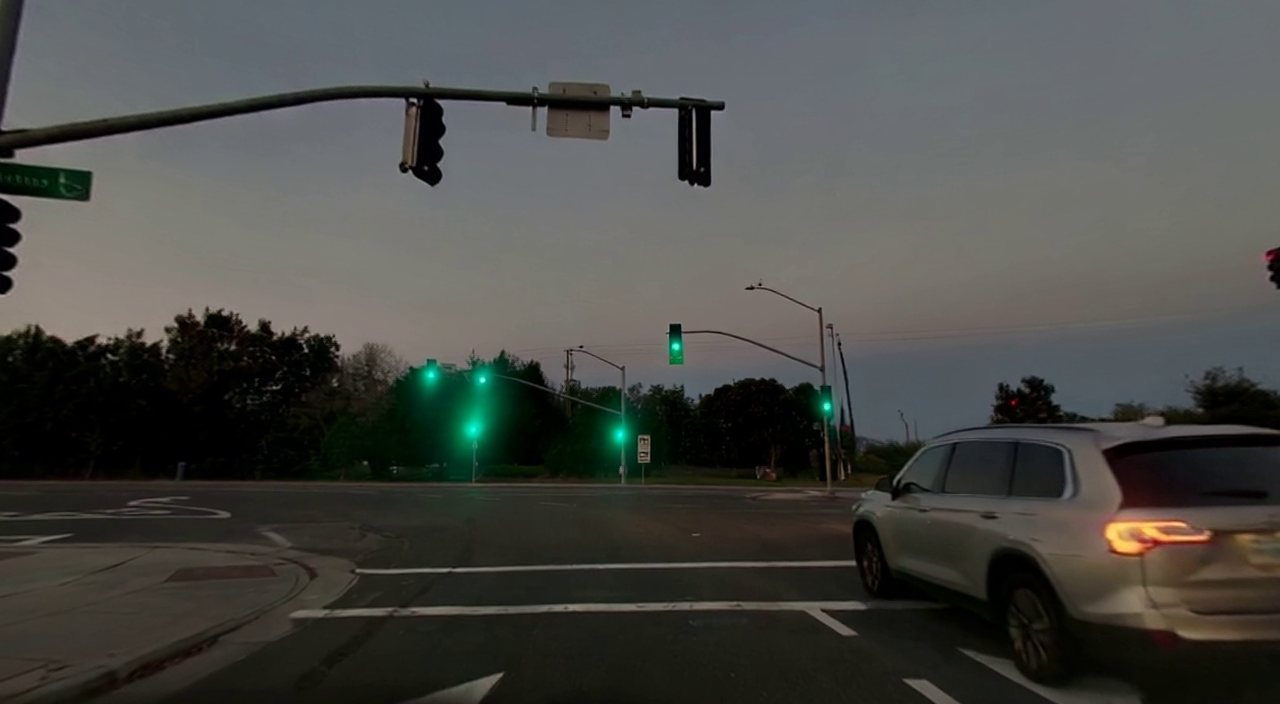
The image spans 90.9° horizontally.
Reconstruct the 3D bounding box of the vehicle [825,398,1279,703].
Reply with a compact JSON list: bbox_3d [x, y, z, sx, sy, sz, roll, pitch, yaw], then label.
[{"bbox_3d":[3.138,1.349,5.070,1.938,1.648,4.211,0,-8,-1],"label":"vehicle"}]
